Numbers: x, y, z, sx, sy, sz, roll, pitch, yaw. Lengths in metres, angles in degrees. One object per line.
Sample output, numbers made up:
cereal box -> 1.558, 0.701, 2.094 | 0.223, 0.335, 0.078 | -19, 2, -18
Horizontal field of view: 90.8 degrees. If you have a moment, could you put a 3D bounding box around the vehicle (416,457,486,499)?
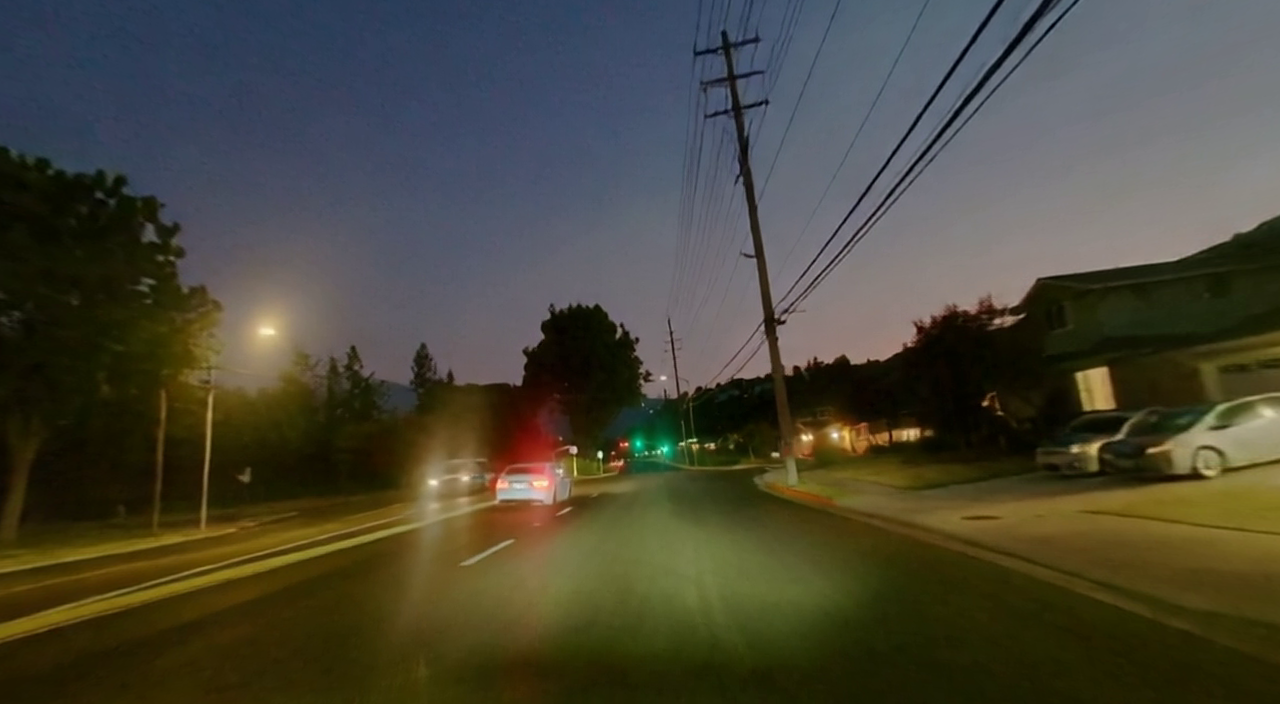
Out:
vehicle -> -9.834, 6.602, 33.436 | 2.115, 1.978, 5.647 | 1, -10, -2

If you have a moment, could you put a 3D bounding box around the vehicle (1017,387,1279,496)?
vehicle -> 10.452, 1.945, 13.164 | 2.121, 1.799, 5.124 | 0, -10, 2

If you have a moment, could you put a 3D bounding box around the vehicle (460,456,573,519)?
vehicle -> -3.213, 3.658, 17.513 | 2.041, 1.471, 4.602 | 0, -10, 2
